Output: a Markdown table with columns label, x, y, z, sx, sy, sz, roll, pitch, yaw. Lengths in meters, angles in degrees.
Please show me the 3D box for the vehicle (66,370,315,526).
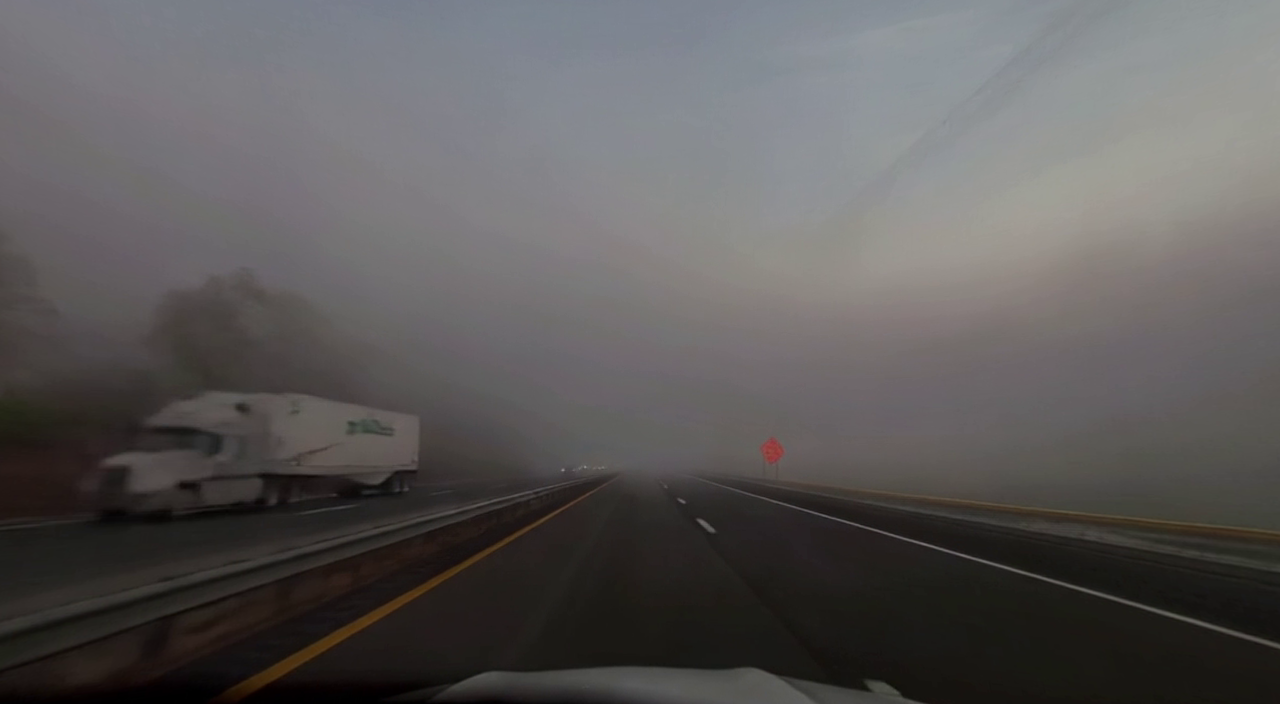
| label | x | y | z | sx | sy | sz | roll | pitch | yaw |
| --- | --- | --- | --- | --- | --- | --- | --- | --- | --- |
| vehicle | -13.179 | 2.996 | 19.351 | 2.963 | 3.991 | 5.854 | 1 | -10 | 0 |
